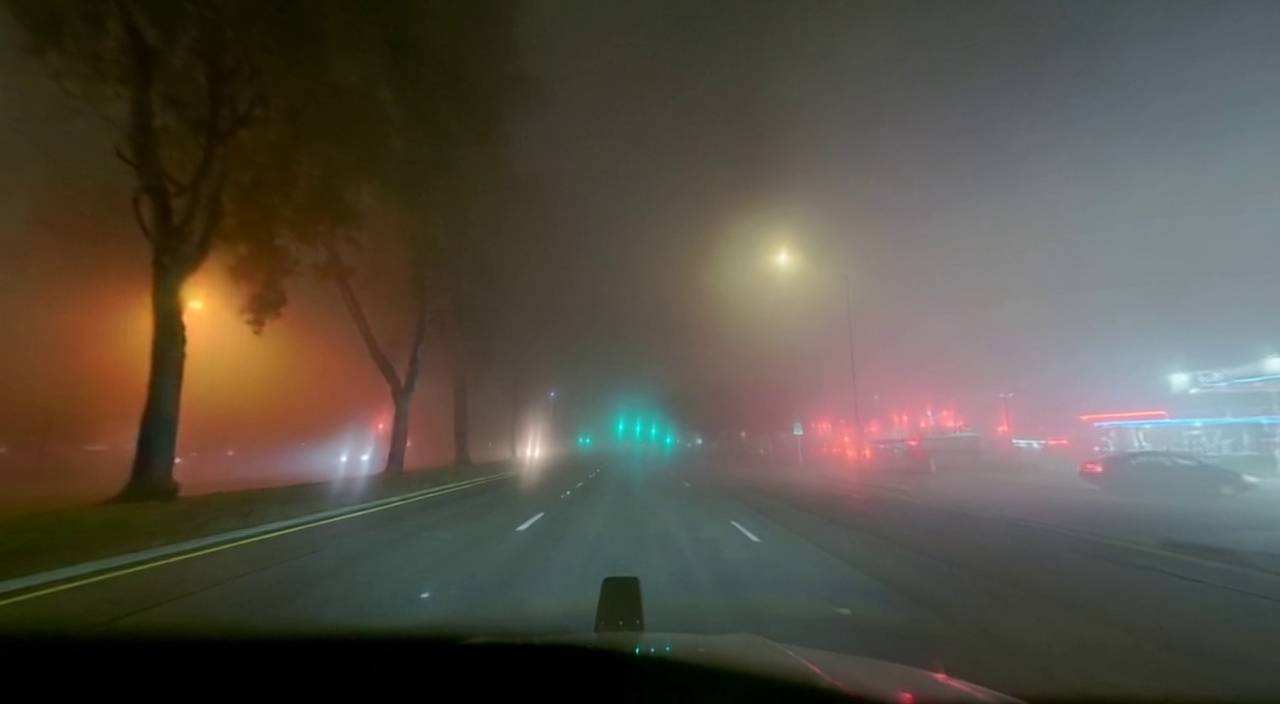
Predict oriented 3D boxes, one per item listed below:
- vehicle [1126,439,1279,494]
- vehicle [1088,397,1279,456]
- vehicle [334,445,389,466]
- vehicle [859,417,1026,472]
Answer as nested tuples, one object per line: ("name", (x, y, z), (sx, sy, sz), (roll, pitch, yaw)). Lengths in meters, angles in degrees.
("vehicle", (17.648, 3.450, 19.353), (1.815, 1.471, 4.398), (0, -9, -3))
("vehicle", (38.001, 5.214, 43.814), (11.260, 3.858, 3.063), (0, -9, 0))
("vehicle", (-20.173, 7.486, 45.983), (1.846, 1.461, 4.674), (0, -8, 1))
("vehicle", (13.300, 4.135, 28.160), (6.063, 2.313, 2.534), (0, -8, 1))
